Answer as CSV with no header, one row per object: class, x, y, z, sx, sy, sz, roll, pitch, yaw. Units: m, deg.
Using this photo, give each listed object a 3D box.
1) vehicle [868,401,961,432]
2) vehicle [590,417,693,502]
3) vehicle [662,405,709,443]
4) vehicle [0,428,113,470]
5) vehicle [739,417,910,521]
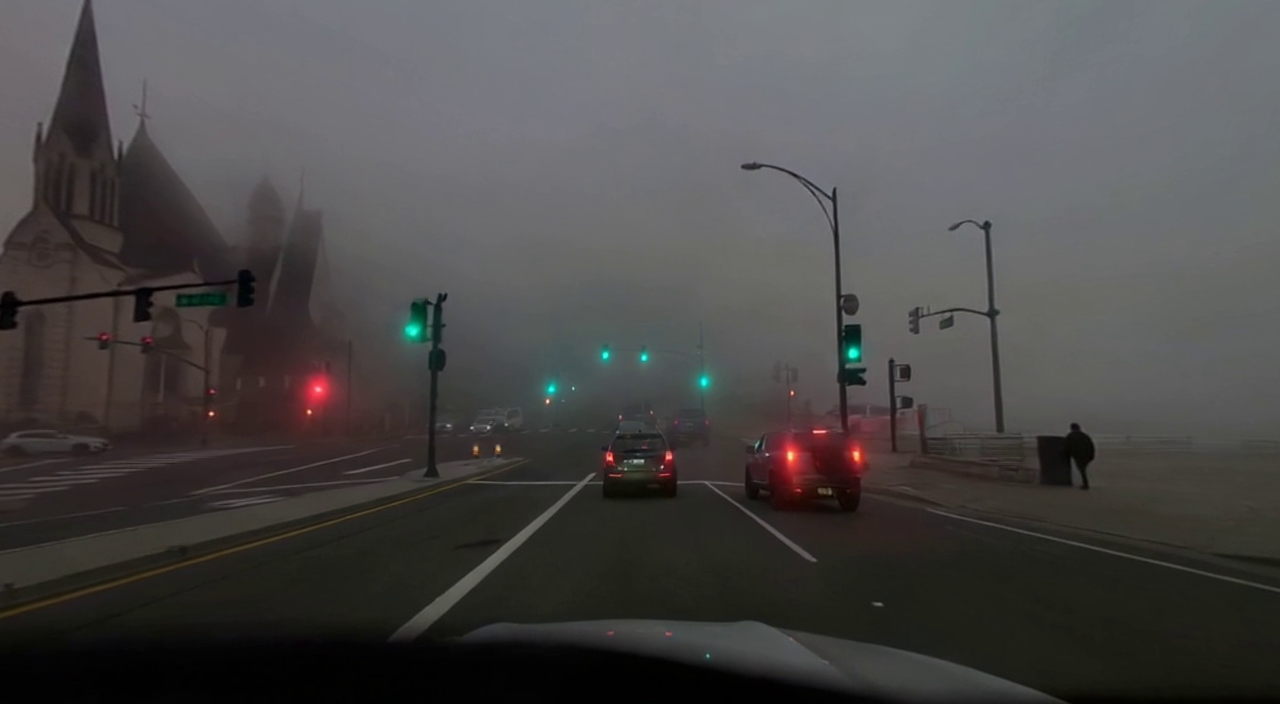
vehicle,16.432,3.876,37.968,4.512,1.734,2.143,-1,-6,-5
vehicle,0.048,2.591,15.548,2.168,1.776,4.135,0,-8,0
vehicle,2.635,4.225,37.799,2.228,1.922,5.335,0,-3,-2
vehicle,-30.481,4.929,32.318,4.955,1.828,2.268,0,-3,-3
vehicle,3.540,2.359,13.229,2.080,1.735,4.650,1,-8,-1
